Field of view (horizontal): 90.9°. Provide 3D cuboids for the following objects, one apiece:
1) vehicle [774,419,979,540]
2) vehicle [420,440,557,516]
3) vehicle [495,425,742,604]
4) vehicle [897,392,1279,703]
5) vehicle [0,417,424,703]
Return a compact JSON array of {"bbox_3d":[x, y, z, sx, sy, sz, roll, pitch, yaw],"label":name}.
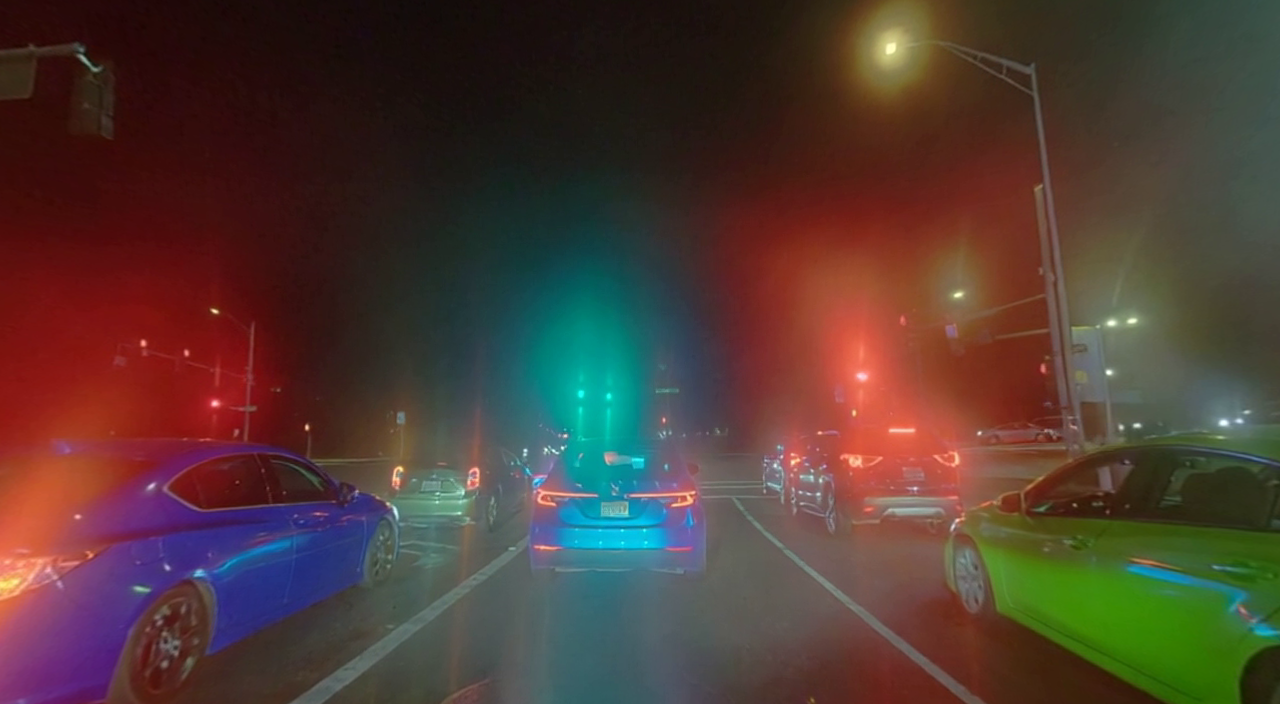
[{"bbox_3d":[3.763,2.104,10.990,2.007,1.683,4.171,0,-8,1],"label":"vehicle"},{"bbox_3d":[-3.197,2.736,14.229,1.839,1.438,4.109,-1,-8,3],"label":"vehicle"},{"bbox_3d":[-0.170,1.663,7.340,2.059,1.477,3.988,0,-8,0],"label":"vehicle"},{"bbox_3d":[3.442,1.116,3.792,1.981,1.499,4.536,0,-8,2],"label":"vehicle"},{"bbox_3d":[-3.410,1.321,4.755,1.980,1.454,4.226,0,-8,1],"label":"vehicle"}]
